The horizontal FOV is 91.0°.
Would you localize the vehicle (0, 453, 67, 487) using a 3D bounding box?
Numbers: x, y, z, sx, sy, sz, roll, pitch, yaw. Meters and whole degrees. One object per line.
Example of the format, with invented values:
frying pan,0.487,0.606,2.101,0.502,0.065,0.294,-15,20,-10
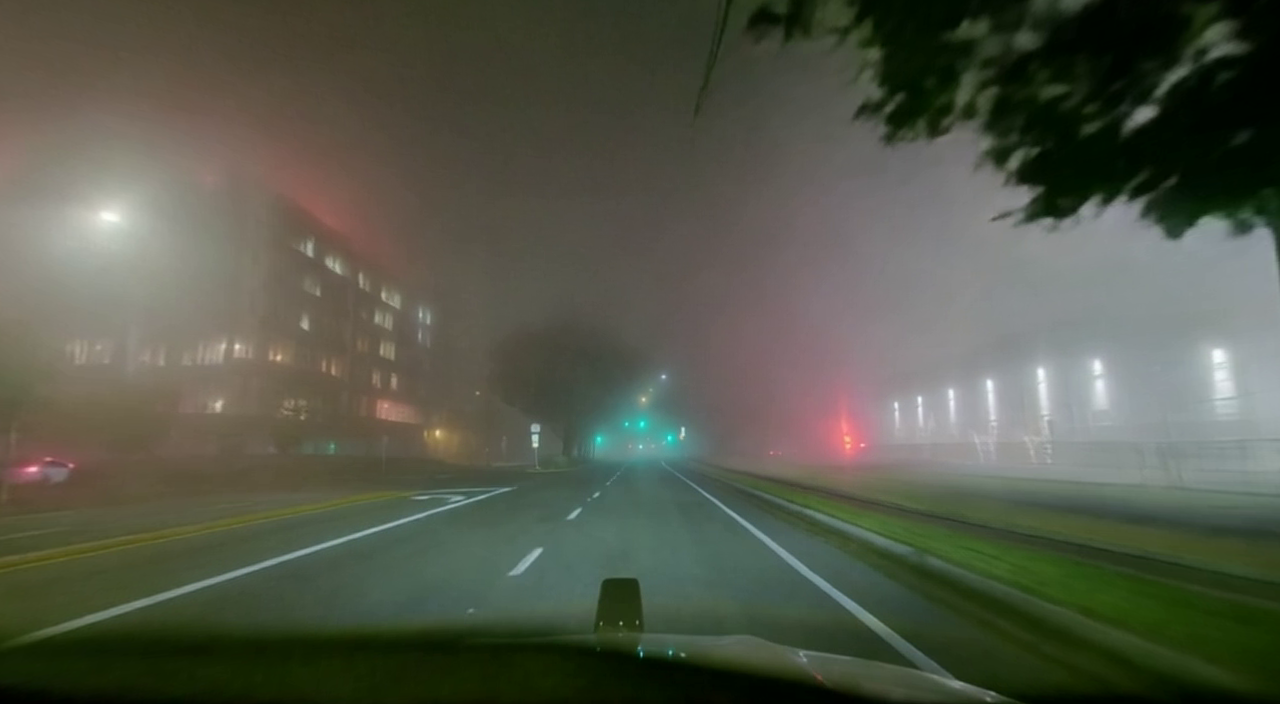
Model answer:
vehicle,-32.680,6.056,32.405,4.308,1.598,1.891,0,-7,-8
